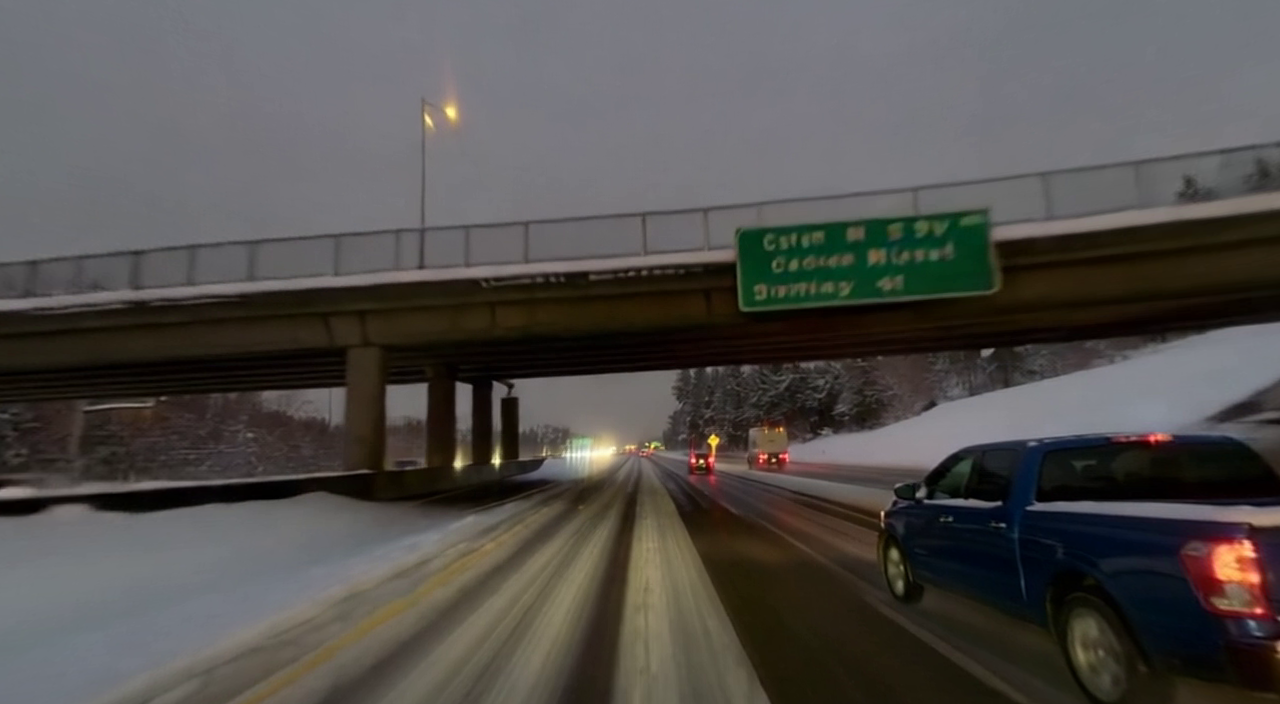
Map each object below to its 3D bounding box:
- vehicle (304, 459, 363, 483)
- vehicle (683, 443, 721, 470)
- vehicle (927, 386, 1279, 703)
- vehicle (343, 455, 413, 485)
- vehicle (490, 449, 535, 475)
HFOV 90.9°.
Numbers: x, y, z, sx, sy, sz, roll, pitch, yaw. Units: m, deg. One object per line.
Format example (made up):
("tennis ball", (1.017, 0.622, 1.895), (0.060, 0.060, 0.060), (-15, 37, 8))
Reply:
("vehicle", (-21.919, 8.478, 45.312), (1.801, 1.487, 4.731), (-1, -8, 1))
("vehicle", (3.954, 6.728, 40.868), (2.014, 1.643, 4.039), (0, -8, -1))
("vehicle", (3.287, 0.904, 2.391), (2.119, 1.524, 4.807), (-1, -8, 0))
("vehicle", (-14.773, 6.648, 35.839), (1.933, 1.452, 4.676), (-1, -8, 1))
("vehicle", (-7.954, 6.876, 39.746), (1.920, 1.491, 4.155), (-1, -8, 0))
